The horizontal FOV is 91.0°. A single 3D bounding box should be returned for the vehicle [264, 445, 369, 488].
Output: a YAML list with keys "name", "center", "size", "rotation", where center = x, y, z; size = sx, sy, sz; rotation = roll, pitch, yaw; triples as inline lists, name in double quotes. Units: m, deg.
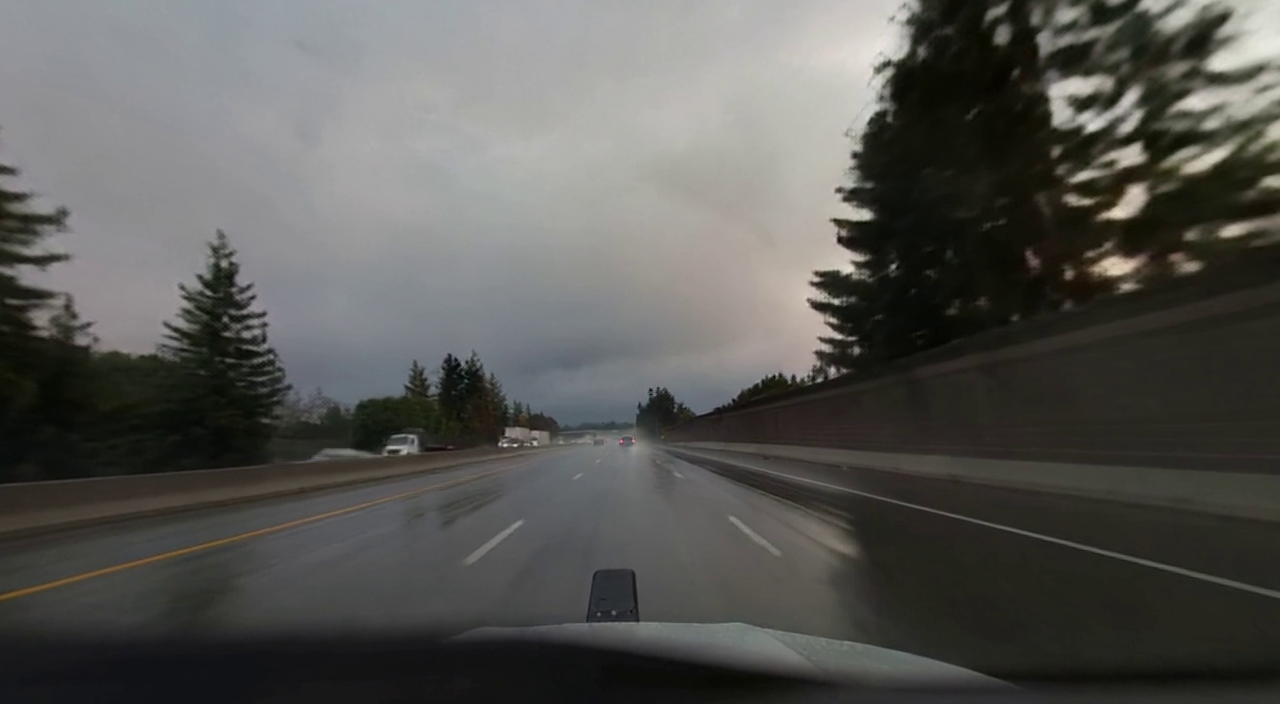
- name: "vehicle"
  center: [-12.763, 4.511, 25.189]
  size: [1.946, 1.480, 4.475]
  rotation: [0, -8, -2]
